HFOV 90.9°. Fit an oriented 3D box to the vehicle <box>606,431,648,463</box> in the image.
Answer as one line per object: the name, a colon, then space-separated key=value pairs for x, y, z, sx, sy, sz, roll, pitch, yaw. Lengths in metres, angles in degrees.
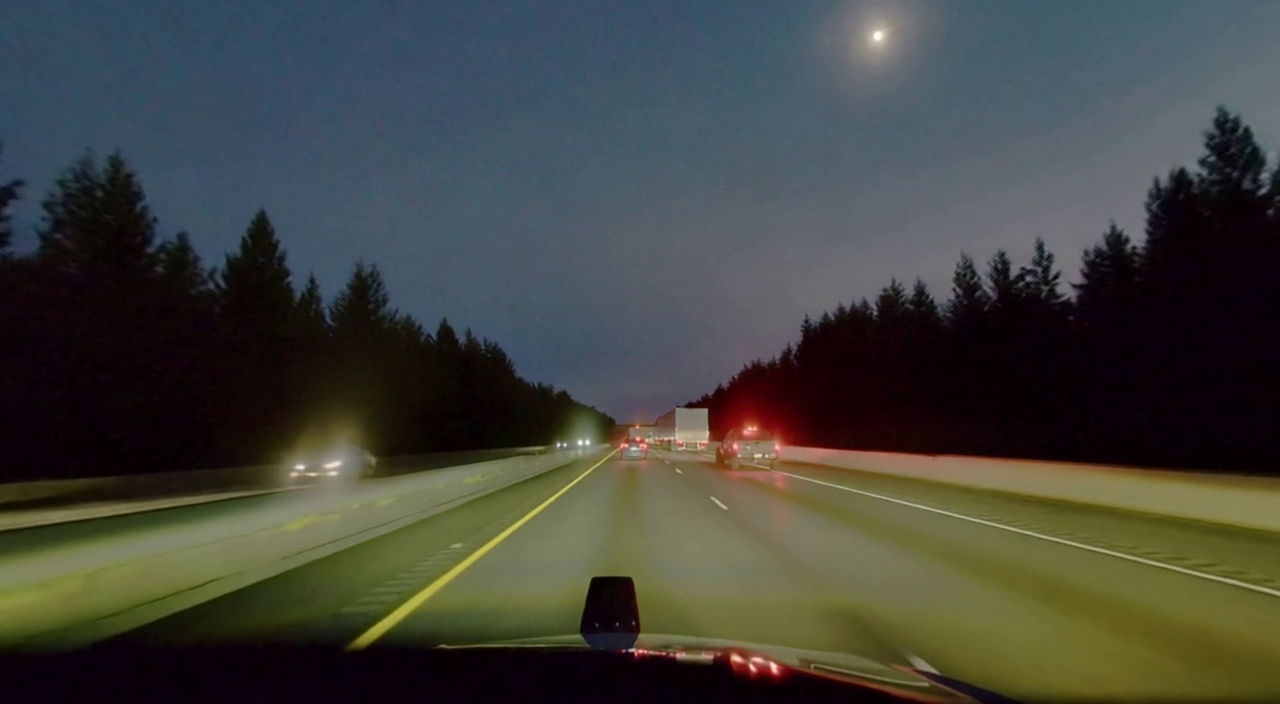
vehicle: x=-0.721 y=5.220 z=34.894 sx=2.206 sy=1.681 sz=4.111 roll=0 pitch=-8 yaw=-1

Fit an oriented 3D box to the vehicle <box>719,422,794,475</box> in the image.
vehicle: x=4.466 y=3.749 z=24.882 sx=2.073 sy=1.905 sz=4.023 roll=0 pitch=-8 yaw=-1

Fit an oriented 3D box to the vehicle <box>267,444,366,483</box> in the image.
vehicle: x=-14.094 y=4.864 z=27.778 sx=2.107 sy=1.498 sz=4.226 roll=0 pitch=-8 yaw=0

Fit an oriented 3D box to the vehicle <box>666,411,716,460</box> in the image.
vehicle: x=3.348 y=5.734 z=43.449 sx=2.728 sy=3.053 sz=7.708 roll=0 pitch=-8 yaw=0
